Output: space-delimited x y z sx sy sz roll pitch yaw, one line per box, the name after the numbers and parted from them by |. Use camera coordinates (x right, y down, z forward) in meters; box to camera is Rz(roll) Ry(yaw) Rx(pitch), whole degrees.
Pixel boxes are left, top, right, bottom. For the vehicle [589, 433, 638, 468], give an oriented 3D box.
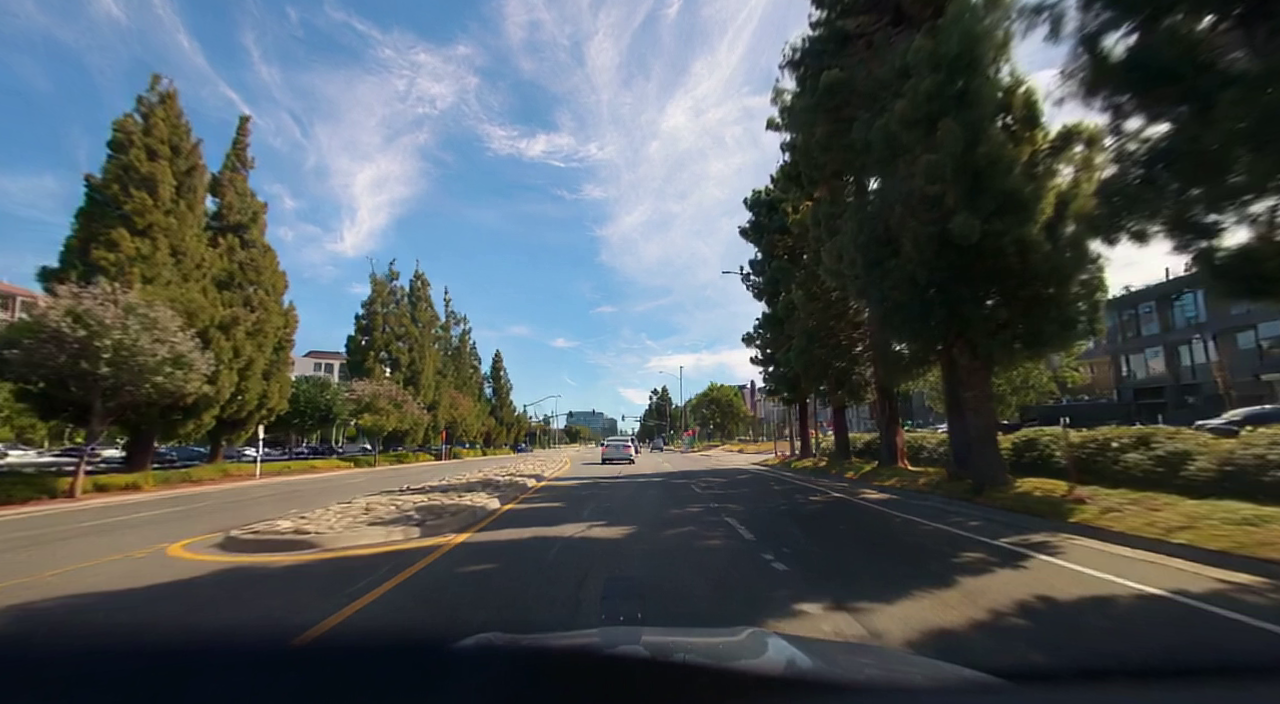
-1.147 4.421 28.468 2.075 1.470 3.962 0 -8 -1 | vehicle
